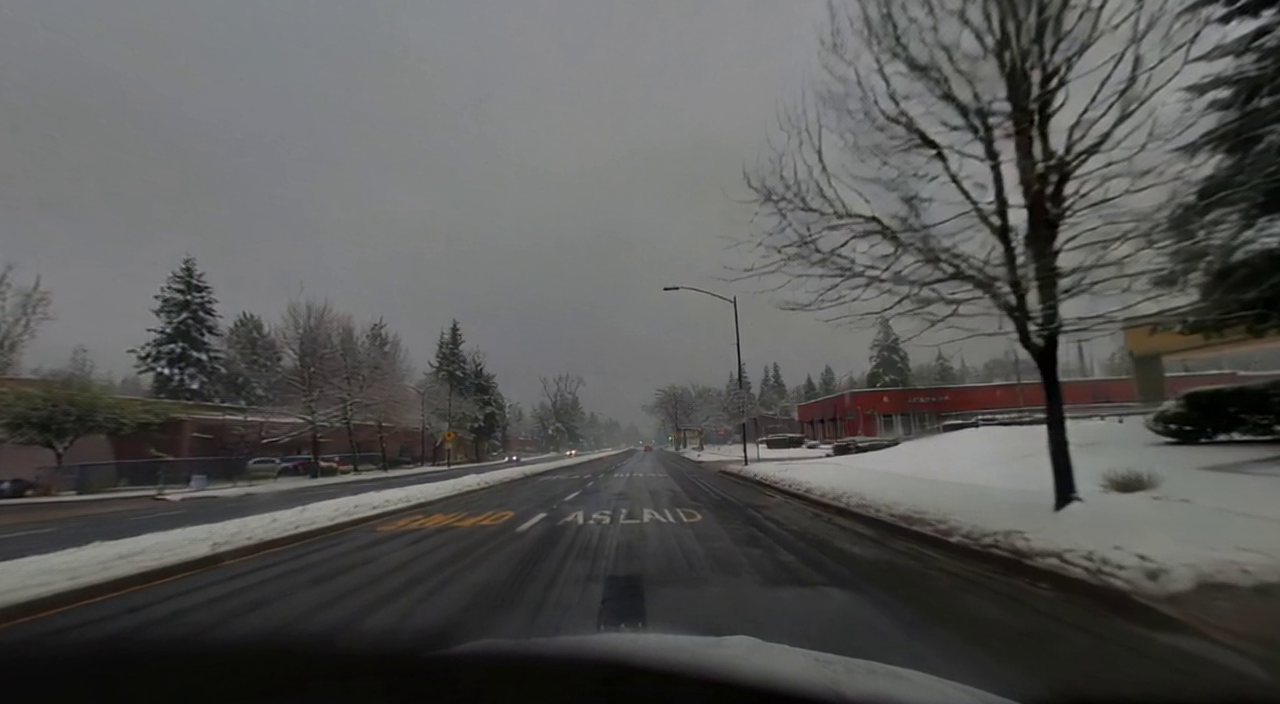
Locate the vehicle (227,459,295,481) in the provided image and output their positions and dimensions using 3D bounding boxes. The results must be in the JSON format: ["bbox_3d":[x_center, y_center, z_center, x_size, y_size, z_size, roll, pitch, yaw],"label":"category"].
[{"bbox_3d":[-27.721,8.634,45.974,3.797,1.527,1.830,0,-9,1],"label":"vehicle"}]
